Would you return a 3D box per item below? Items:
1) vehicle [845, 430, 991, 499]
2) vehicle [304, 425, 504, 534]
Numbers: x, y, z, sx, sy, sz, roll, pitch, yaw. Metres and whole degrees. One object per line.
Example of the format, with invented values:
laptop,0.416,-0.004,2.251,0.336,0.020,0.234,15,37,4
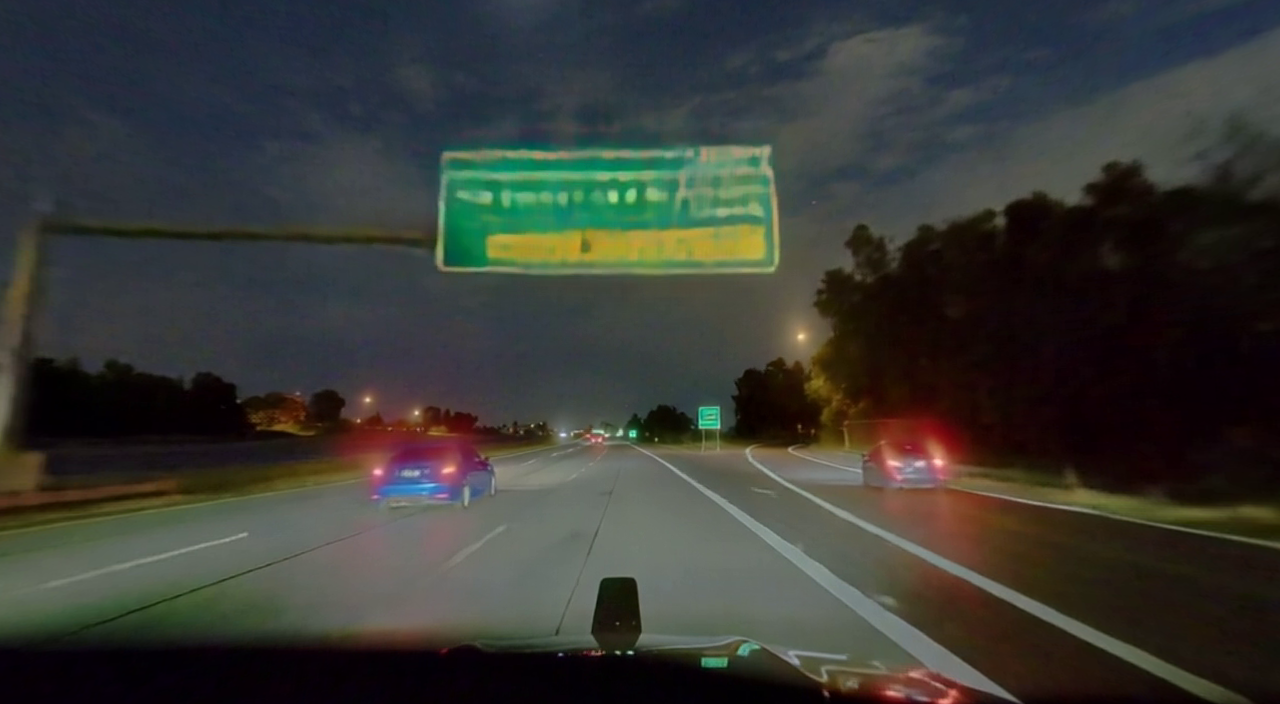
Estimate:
vehicle,7.355,2.988,17.324,2.084,1.614,4.762,-1,-8,4
vehicle,-3.853,2.122,11.169,2.008,1.567,3.959,0,-8,0
